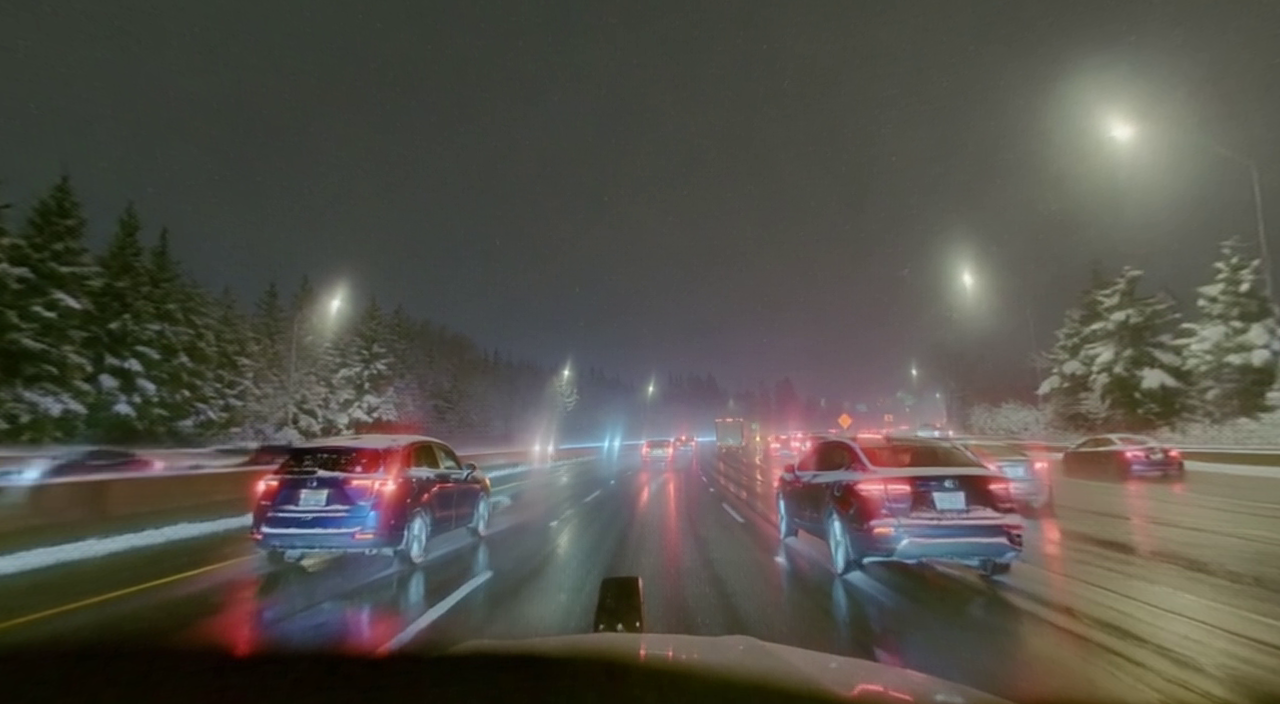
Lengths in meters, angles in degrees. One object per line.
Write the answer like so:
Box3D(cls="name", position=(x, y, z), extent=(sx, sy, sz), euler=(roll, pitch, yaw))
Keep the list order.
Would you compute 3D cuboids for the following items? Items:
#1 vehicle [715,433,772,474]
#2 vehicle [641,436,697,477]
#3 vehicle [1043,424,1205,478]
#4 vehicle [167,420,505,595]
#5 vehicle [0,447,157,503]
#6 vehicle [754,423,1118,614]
Box3D(cls="vehicle", position=(4.587, 4.573, 28.527), extent=(2.076, 1.684, 4.241), euler=(-1, -9, 4))
Box3D(cls="vehicle", position=(1.263, 4.410, 26.762), extent=(2.201, 1.614, 3.803), euler=(-1, -9, 4))
Box3D(cls="vehicle", position=(15.693, 3.269, 20.821), extent=(1.976, 1.548, 4.687), euler=(-1, -9, 6))
Box3D(cls="vehicle", position=(-3.241, 1.754, 7.993), extent=(1.937, 1.558, 4.469), euler=(0, -9, 2))
Box3D(cls="vehicle", position=(-18.766, 3.927, 20.595), extent=(2.046, 1.601, 4.578), euler=(-1, -9, 4))
Box3D(cls="vehicle", position=(2.737, 1.664, 7.288), extent=(2.009, 1.489, 4.559), euler=(0, -9, 0))
